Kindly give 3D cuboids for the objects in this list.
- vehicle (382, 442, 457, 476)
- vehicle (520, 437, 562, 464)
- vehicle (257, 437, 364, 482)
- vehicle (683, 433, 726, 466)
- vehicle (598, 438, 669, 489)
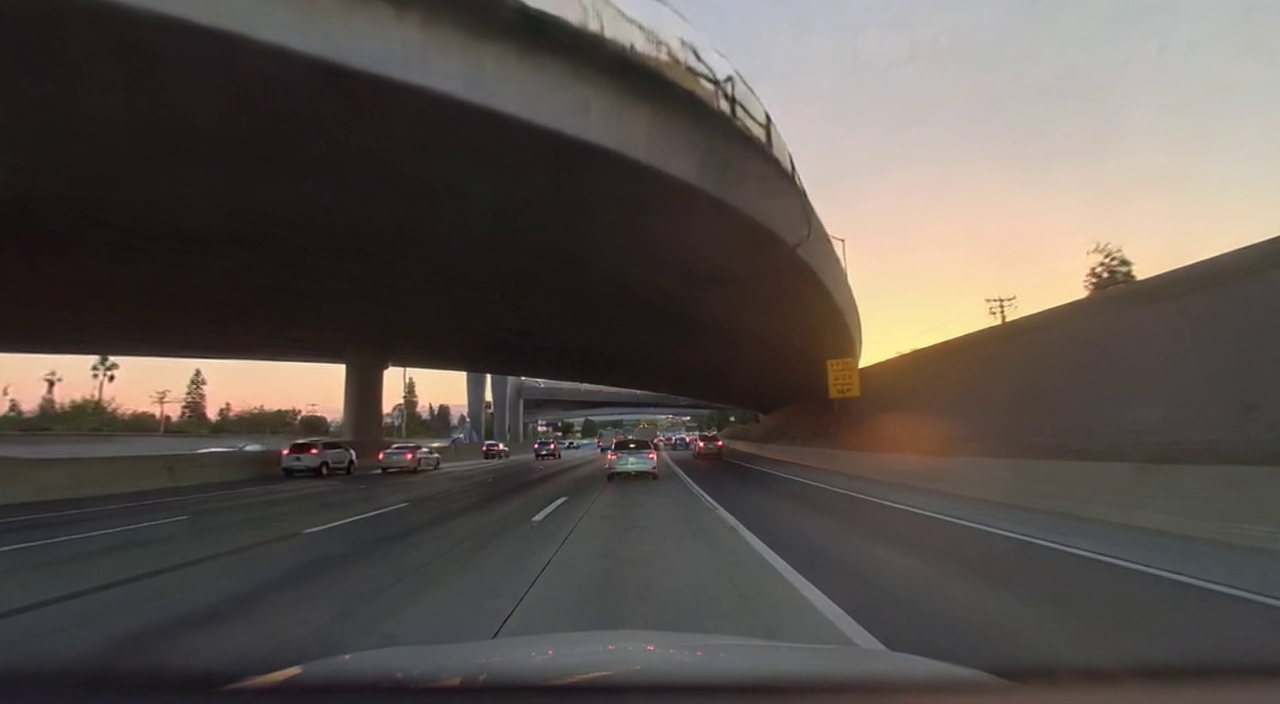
[{"bbox_3d":[-10.391,5.058,30.109,1.961,1.510,4.260,0,-8,1],"label":"vehicle"},{"bbox_3d":[-6.521,6.579,42.146,2.060,1.669,4.242,0,-8,1],"label":"vehicle"},{"bbox_3d":[-13.667,4.487,26.534,2.045,1.712,4.457,0,-8,1],"label":"vehicle"},{"bbox_3d":[3.678,5.622,36.581,2.001,1.771,4.250,0,-8,-1],"label":"vehicle"},{"bbox_3d":[-0.146,3.555,20.503,2.042,1.446,4.269,0,-8,1],"label":"vehicle"}]
